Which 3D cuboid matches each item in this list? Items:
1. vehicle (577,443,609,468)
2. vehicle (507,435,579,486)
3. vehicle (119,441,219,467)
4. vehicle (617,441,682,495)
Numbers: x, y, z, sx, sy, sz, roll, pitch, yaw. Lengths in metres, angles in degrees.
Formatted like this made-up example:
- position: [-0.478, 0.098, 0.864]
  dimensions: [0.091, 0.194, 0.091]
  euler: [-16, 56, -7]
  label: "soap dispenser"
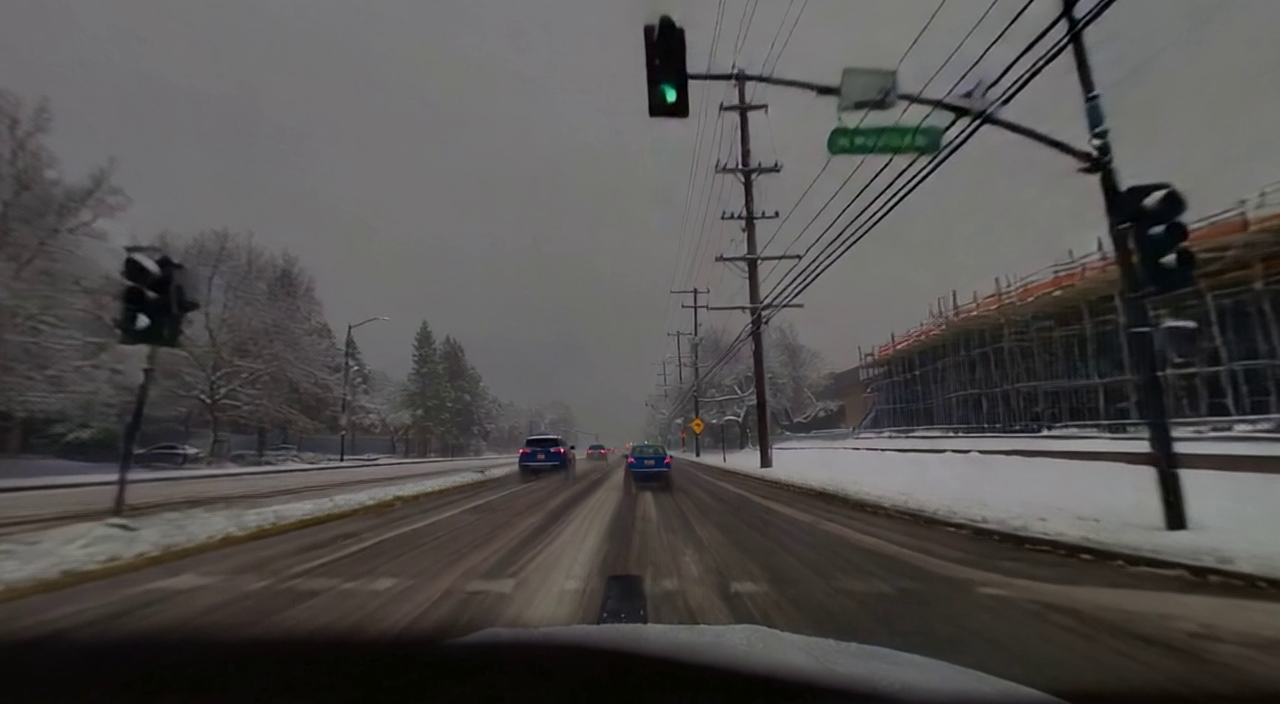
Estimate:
- position: [-3.392, 7.571, 46.210]
  dimensions: [1.910, 1.713, 4.786]
  euler: [0, -8, 1]
  label: "vehicle"
- position: [-3.730, 4.246, 24.951]
  dimensions: [2.078, 1.804, 4.387]
  euler: [0, -8, 1]
  label: "vehicle"
- position: [-31.766, 6.902, 42.423]
  dimensions: [5.155, 1.679, 1.934]
  euler: [0, -8, 0]
  label: "vehicle"
- position: [0.300, 4.001, 22.017]
  dimensions: [2.059, 1.691, 3.980]
  euler: [0, -8, 0]
  label: "vehicle"
